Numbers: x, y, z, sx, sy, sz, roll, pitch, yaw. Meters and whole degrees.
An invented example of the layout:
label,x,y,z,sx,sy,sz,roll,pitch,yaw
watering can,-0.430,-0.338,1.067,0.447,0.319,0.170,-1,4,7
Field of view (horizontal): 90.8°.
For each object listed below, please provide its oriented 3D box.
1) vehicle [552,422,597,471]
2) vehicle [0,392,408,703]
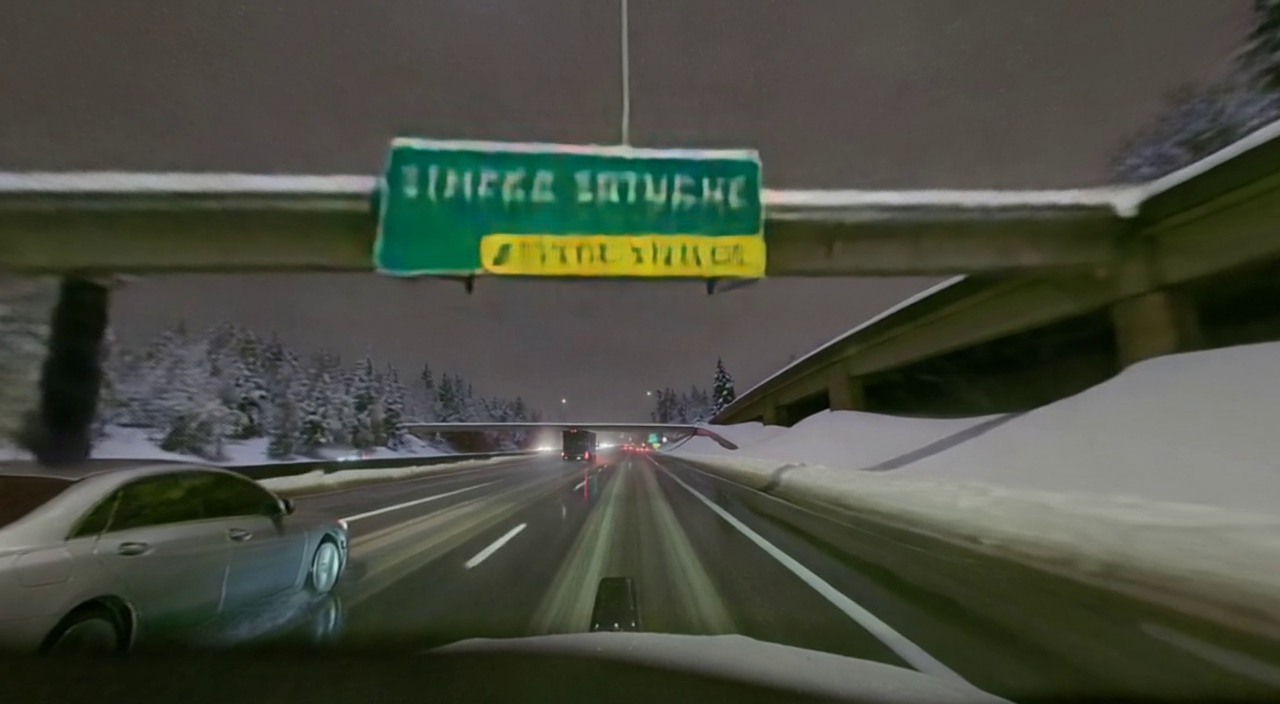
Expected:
label,x,y,z,sx,sy,sz,roll,pitch,yaw
vehicle,-4.250,6.317,42.196,2.364,2.953,6.732,0,-9,-1
vehicle,-3.589,1.268,4.669,2.025,1.556,4.594,0,-9,0
